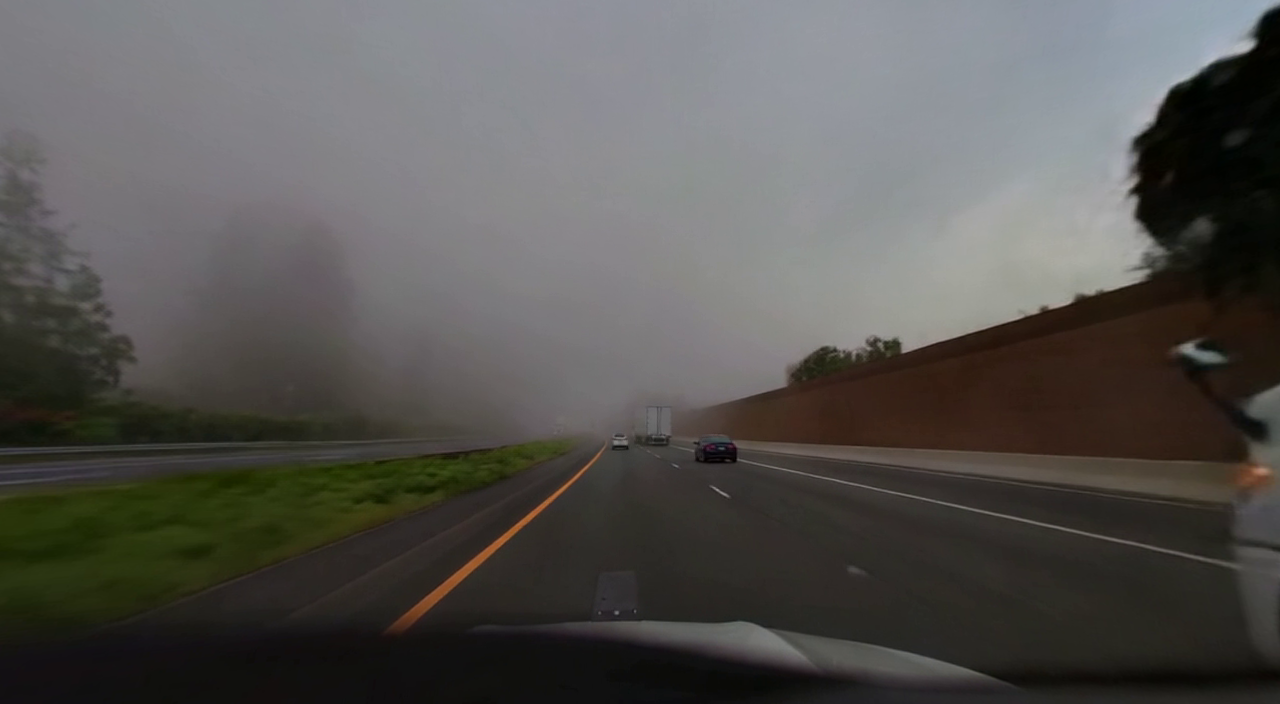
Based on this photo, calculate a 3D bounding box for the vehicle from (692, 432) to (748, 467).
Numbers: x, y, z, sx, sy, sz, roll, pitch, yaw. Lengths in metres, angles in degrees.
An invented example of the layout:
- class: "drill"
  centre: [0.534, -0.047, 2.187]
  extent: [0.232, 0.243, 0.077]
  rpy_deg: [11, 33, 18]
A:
- class: "vehicle"
  centre: [3.545, 4.391, 28.751]
  extent: [1.813, 1.454, 4.197]
  rpy_deg: [0, -7, -3]

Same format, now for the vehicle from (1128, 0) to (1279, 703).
- class: "vehicle"
  centre: [4.362, -0.707, 0.250]
  extent: [3.048, 4.142, 6.359]
  rpy_deg: [0, -7, -1]
